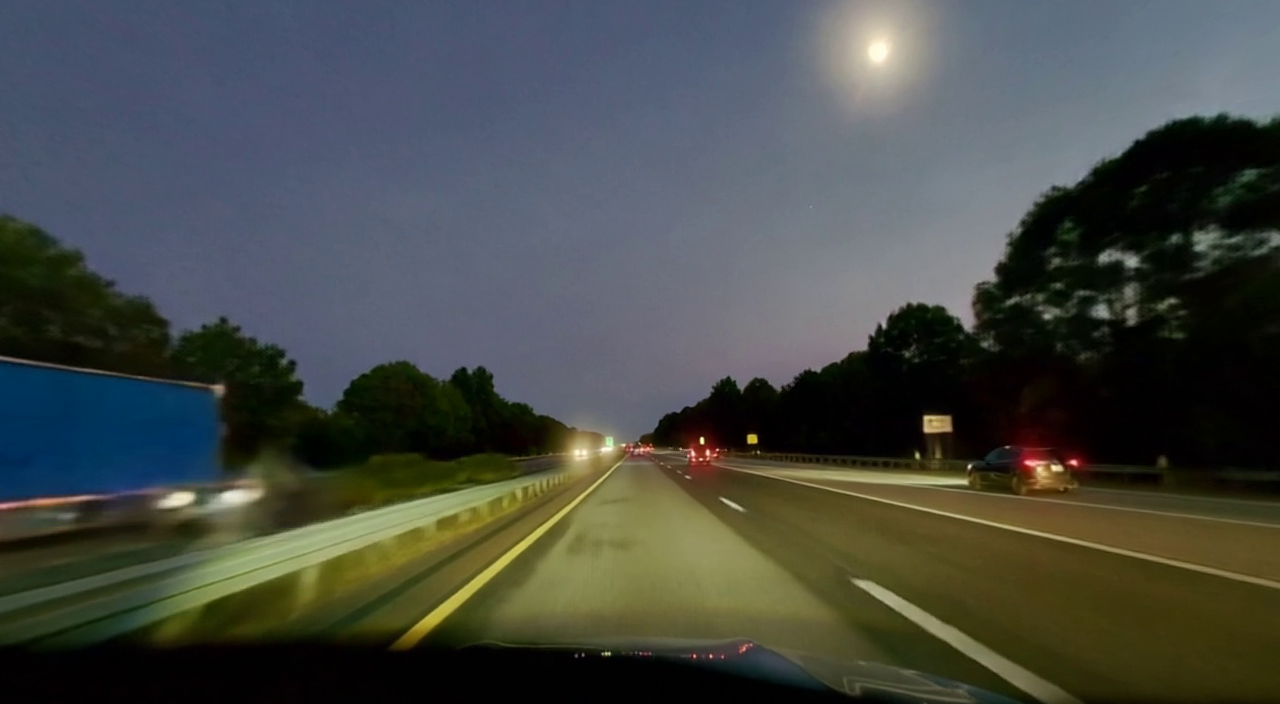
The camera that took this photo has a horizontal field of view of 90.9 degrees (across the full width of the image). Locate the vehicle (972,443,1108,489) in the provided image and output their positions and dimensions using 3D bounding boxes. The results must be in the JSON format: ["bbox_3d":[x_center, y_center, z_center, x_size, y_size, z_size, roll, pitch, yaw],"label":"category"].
[{"bbox_3d":[13.357,3.825,21.361,1.926,1.386,3.719,1,-9,-5],"label":"vehicle"}]

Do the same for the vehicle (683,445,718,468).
[{"bbox_3d":[4.340,7.593,45.875,2.058,1.605,4.116,0,-9,-2],"label":"vehicle"}]

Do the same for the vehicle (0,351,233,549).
[{"bbox_3d":[-13.528,1.851,11.883,2.869,3.713,13.278,0,-9,0],"label":"vehicle"}]

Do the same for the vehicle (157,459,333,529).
[{"bbox_3d":[-9.519,3.406,15.631,1.840,1.440,3.882,0,-9,0],"label":"vehicle"}]
